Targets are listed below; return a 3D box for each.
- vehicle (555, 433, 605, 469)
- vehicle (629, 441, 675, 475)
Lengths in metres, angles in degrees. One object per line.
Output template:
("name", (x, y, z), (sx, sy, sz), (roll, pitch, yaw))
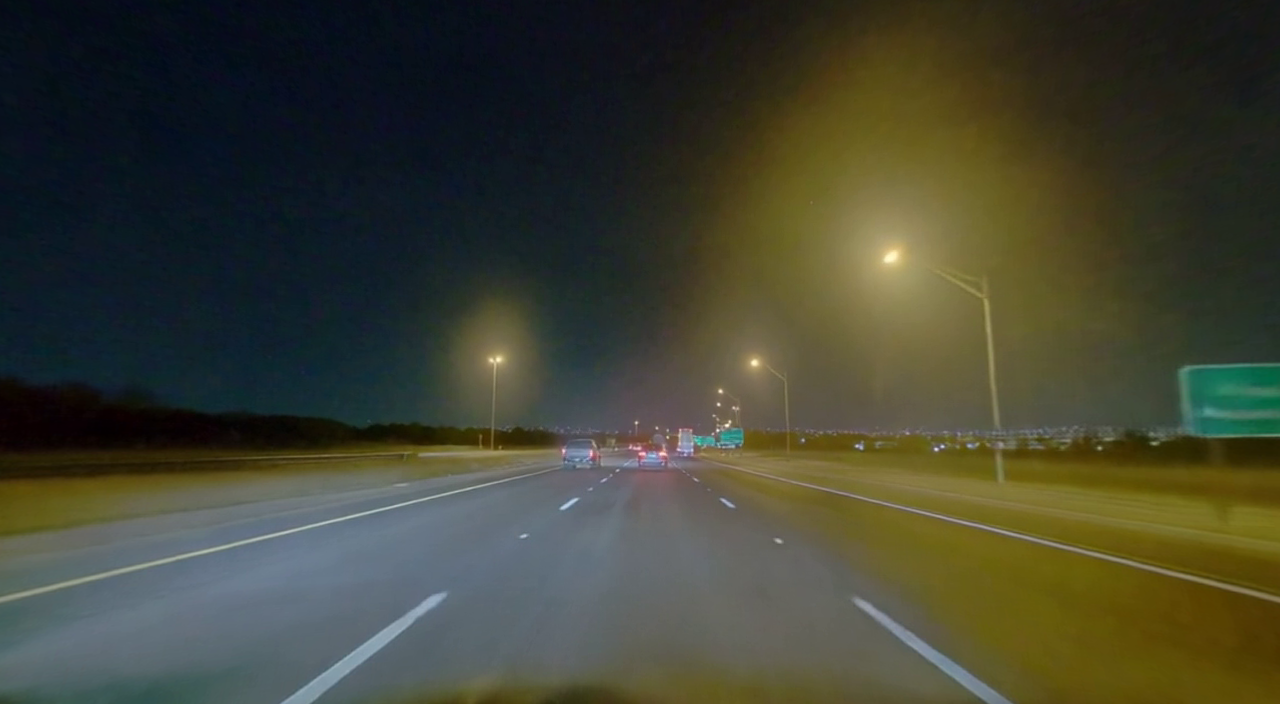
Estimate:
("vehicle", (-3.378, 5.700, 36.289), (2.264, 1.901, 4.647), (0, -9, 2))
("vehicle", (0.591, 5.170, 30.995), (2.086, 1.548, 4.325), (0, -9, 1))
